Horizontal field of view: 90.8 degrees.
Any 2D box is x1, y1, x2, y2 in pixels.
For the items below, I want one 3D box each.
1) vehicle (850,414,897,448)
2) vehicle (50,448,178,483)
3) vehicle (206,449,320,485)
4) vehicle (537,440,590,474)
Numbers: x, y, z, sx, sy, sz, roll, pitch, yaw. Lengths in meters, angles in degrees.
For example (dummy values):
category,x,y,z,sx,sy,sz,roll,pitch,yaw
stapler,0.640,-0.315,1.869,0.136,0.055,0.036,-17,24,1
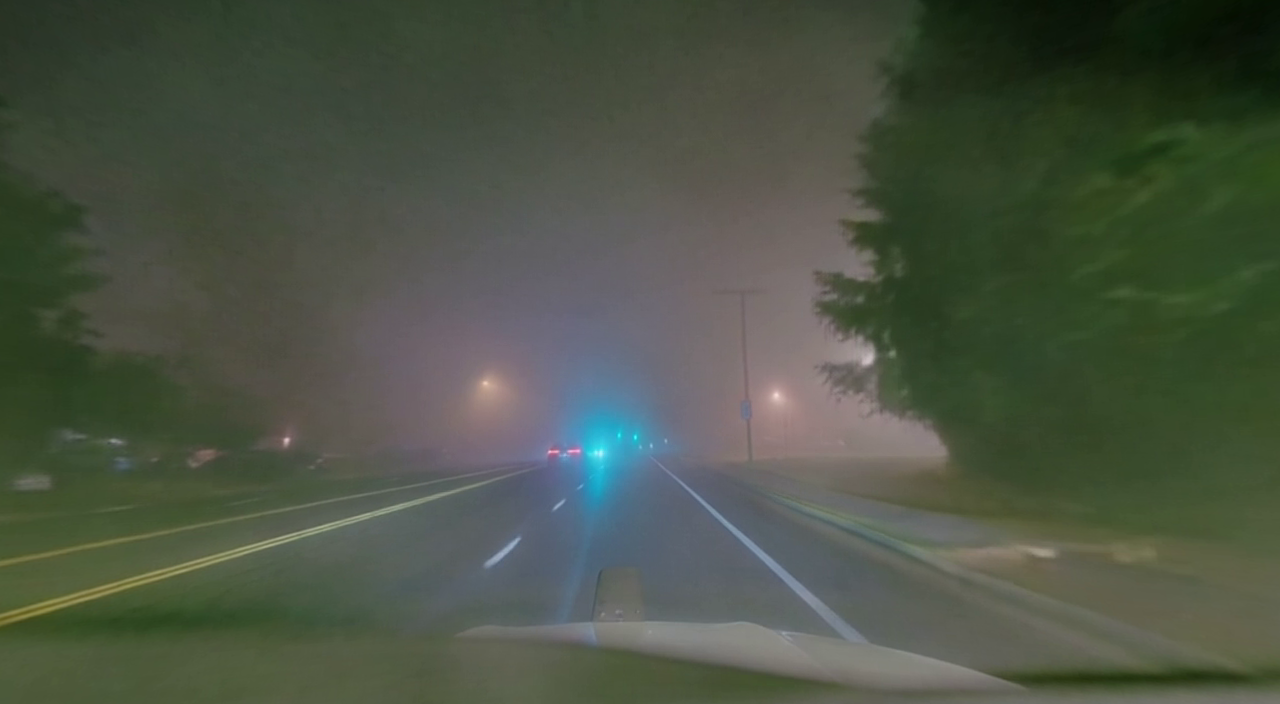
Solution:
category,x,y,z,sx,sy,sz,roll,pitch,yaw
vehicle,17.500,5.926,47.086,2.153,2.355,5.958,-5,-9,30
vehicle,-27.839,5.990,33.550,4.945,1.781,2.046,-1,-8,2
vehicle,-19.811,6.041,33.343,4.802,1.511,1.866,-2,-7,-5
vehicle,-3.509,4.886,29.709,2.030,1.467,4.251,0,-8,-1
